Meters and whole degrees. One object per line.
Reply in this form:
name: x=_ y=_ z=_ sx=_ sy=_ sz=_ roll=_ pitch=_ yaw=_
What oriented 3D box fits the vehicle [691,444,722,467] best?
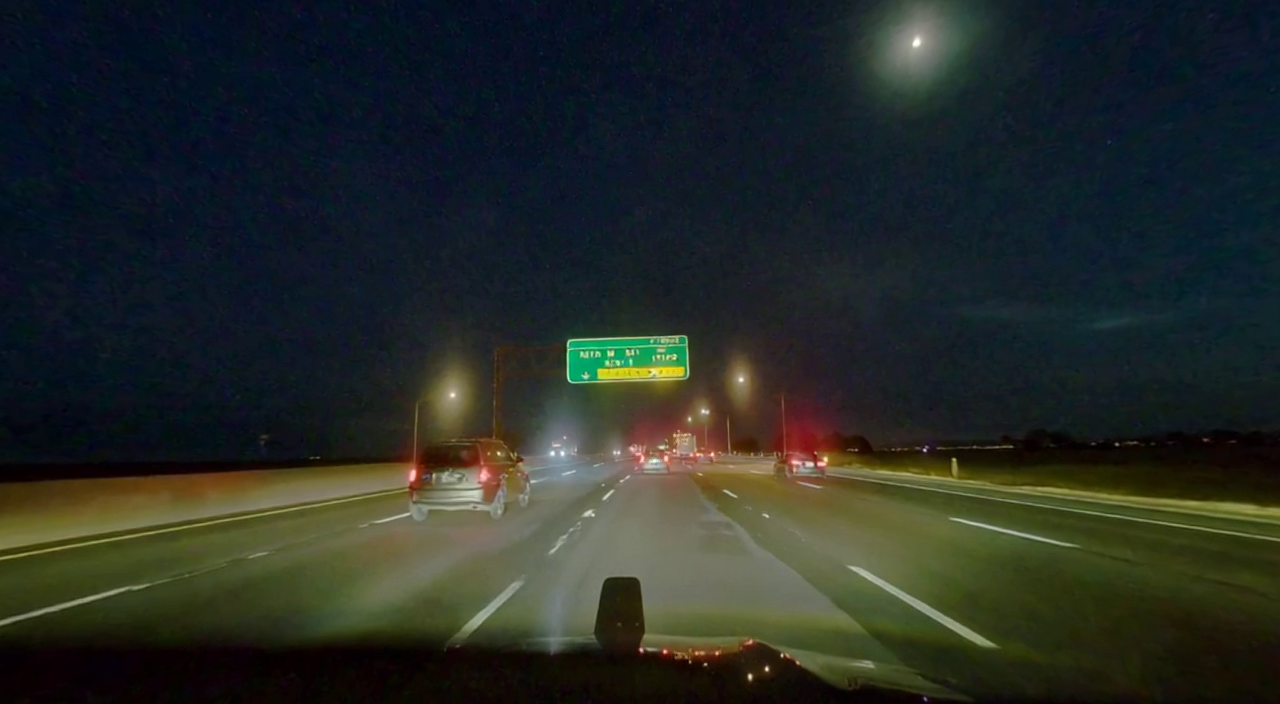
vehicle: x=5.150 y=8.097 z=49.444 sx=1.975 sy=1.650 sz=4.257 roll=0 pitch=-9 yaw=0

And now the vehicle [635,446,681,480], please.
vehicle: x=0.816 y=5.131 z=29.353 sx=2.004 sy=1.471 sz=4.032 roll=0 pitch=-9 yaw=1

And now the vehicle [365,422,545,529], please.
vehicle: x=-3.363 y=2.351 z=12.538 sx=2.142 sy=1.724 sz=4.344 roll=0 pitch=-9 yaw=1
